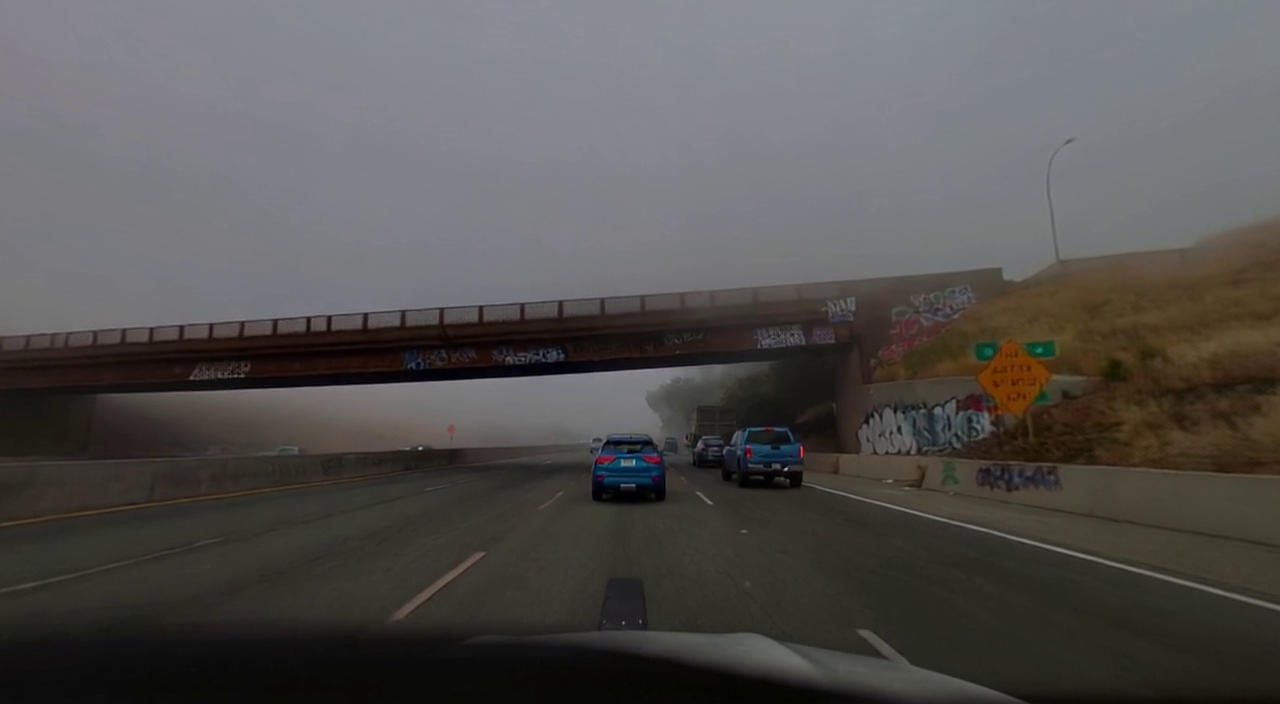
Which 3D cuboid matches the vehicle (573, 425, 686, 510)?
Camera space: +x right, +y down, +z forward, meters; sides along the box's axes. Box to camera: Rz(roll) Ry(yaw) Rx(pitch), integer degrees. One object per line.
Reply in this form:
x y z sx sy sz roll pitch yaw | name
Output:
-0.183 2.543 14.307 2.193 1.651 3.946 0 -8 1 | vehicle

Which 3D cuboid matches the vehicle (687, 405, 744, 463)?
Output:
4.702 5.346 40.727 2.873 3.408 7.323 0 -8 1 | vehicle

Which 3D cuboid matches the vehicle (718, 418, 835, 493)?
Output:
3.880 3.109 19.288 2.311 1.922 5.977 0 -8 1 | vehicle
